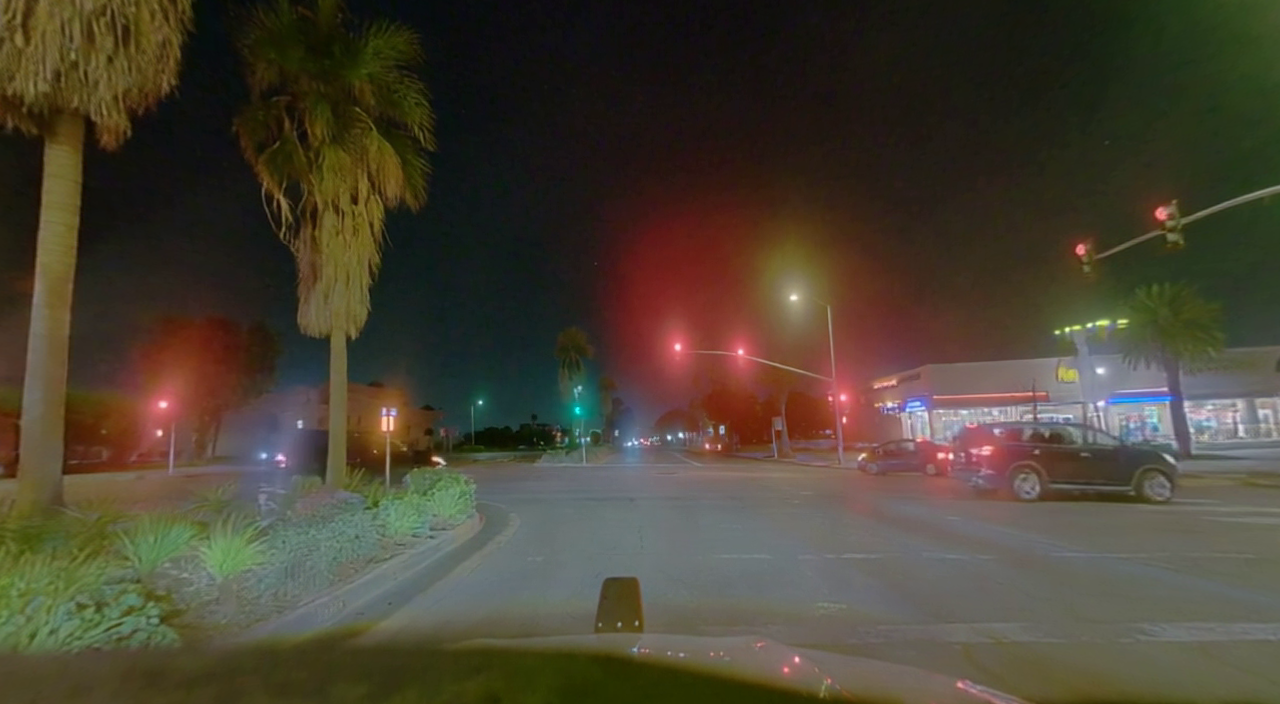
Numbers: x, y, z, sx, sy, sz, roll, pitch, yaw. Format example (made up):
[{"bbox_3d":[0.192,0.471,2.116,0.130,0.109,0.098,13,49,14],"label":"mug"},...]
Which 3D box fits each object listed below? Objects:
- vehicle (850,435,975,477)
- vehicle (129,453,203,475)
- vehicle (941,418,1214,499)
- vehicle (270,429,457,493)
[{"bbox_3d":[12.059,4.577,27.928,4.722,1.717,2.000,-5,-10,33],"label":"vehicle"},{"bbox_3d":[-37.286,8.820,49.701,2.160,1.565,4.868,0,-9,-1],"label":"vehicle"},{"bbox_3d":[11.389,2.805,16.720,5.619,1.951,2.321,1,-8,-5],"label":"vehicle"},{"bbox_3d":[-8.392,3.282,19.307,4.854,1.699,2.152,6,-10,-35],"label":"vehicle"}]
